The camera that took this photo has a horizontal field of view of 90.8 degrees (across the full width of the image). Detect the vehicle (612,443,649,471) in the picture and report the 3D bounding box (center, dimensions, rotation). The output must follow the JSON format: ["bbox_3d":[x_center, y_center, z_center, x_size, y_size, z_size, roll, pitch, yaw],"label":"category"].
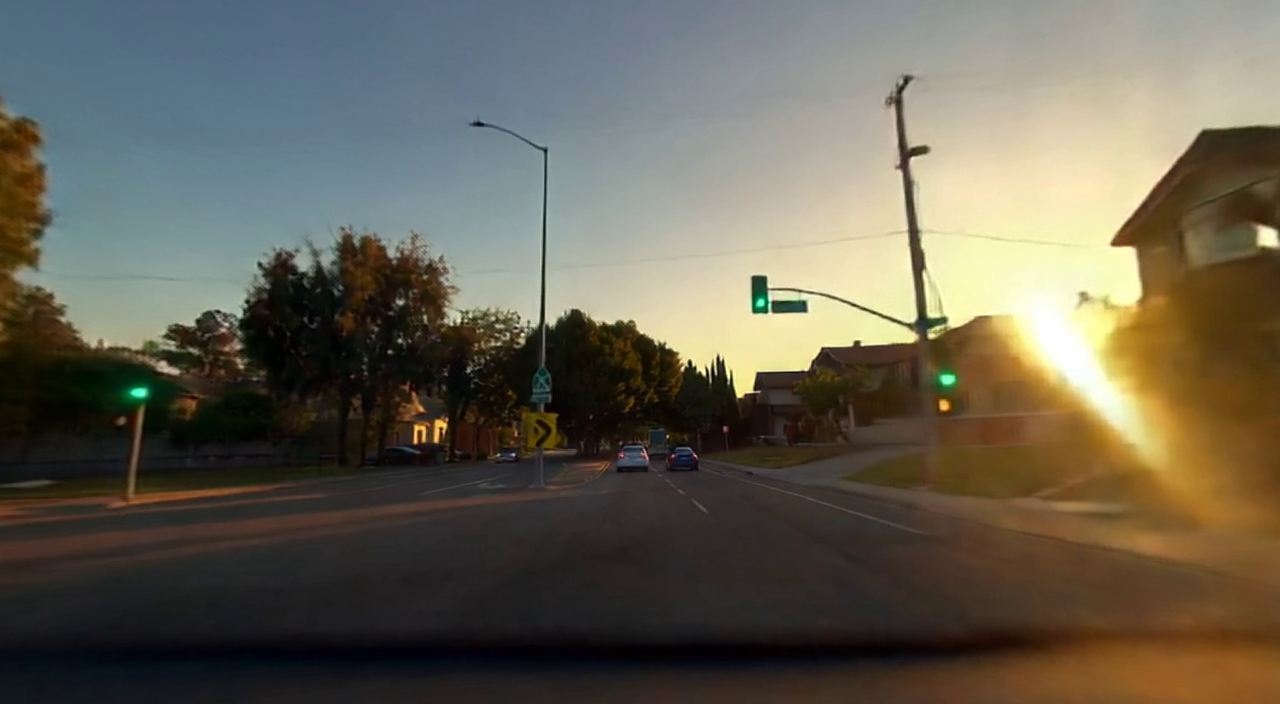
[{"bbox_3d":[-0.565,5.938,36.002,2.018,1.511,3.993,0,-8,-1],"label":"vehicle"}]

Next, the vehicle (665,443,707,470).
[{"bbox_3d":[2.751,6.324,38.454,2.057,1.496,4.401,0,-8,-2],"label":"vehicle"}]
